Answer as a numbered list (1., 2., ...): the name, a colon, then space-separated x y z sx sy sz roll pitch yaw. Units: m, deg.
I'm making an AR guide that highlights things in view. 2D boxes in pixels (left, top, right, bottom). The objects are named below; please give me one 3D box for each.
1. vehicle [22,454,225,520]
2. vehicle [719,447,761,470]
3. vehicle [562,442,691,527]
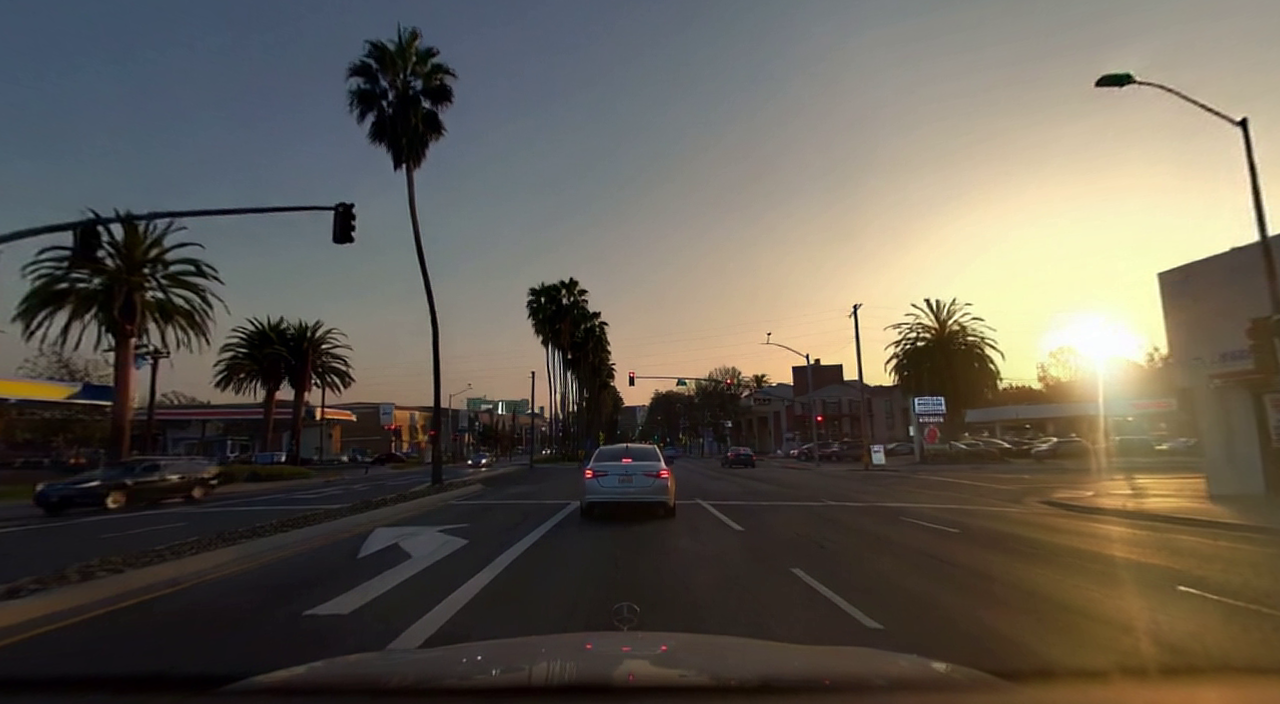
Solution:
1. vehicle: -15.176 3.943 19.031 2.120 1.629 4.686 0 -8 0
2. vehicle: 6.696 7.164 42.763 2.017 1.491 4.420 0 -8 -1
3. vehicle: -0.241 2.674 13.475 2.270 1.475 4.571 0 -8 0
